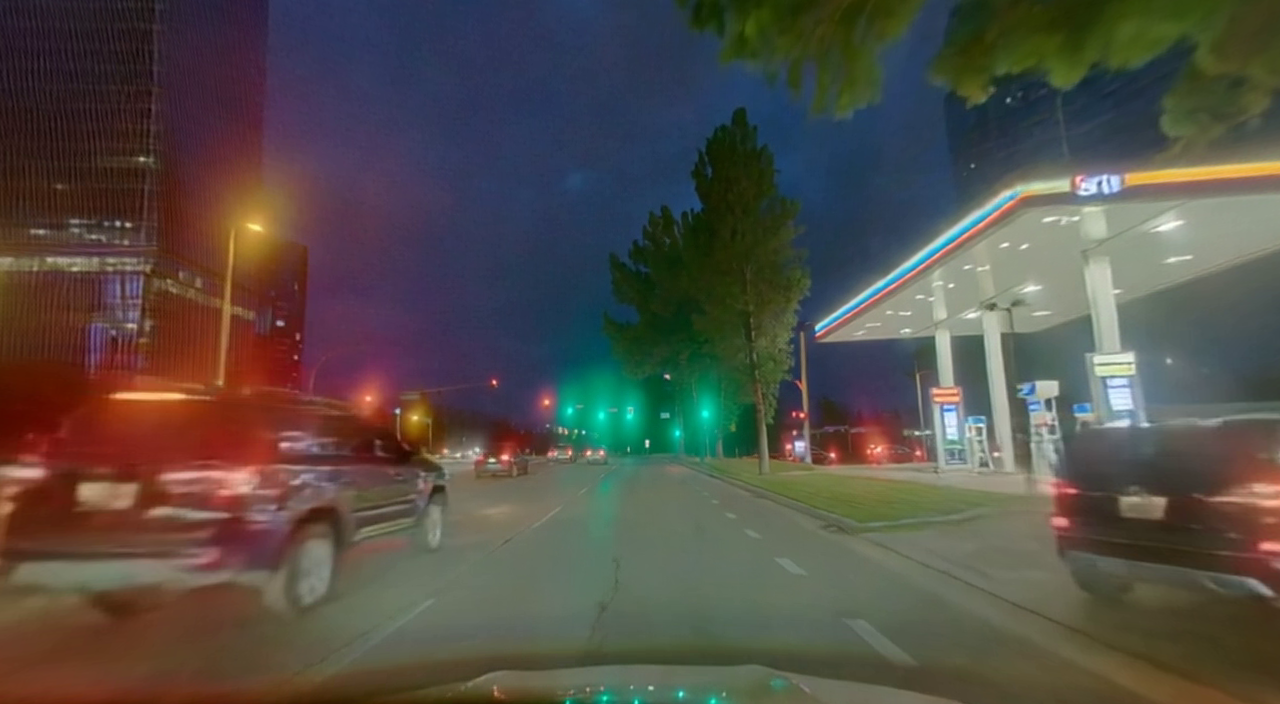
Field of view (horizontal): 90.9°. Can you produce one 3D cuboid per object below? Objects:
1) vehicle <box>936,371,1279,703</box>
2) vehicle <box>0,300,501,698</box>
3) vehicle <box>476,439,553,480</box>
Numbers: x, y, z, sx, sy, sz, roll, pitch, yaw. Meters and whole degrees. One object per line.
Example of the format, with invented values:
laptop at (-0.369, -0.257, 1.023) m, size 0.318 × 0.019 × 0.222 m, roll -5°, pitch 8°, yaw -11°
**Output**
vehicle at (4.691, 1.259, 5.212) m, size 4.613 × 1.751 × 2.169 m, roll 7°, pitch -11°, yaw -39°
vehicle at (-3.593, 1.215, 6.574) m, size 2.602 × 2.091 × 6.347 m, roll 0°, pitch -8°, yaw 2°
vehicle at (-4.944, 4.280, 25.447) m, size 1.900 × 1.473 × 4.425 m, roll -1°, pitch -8°, yaw 4°
